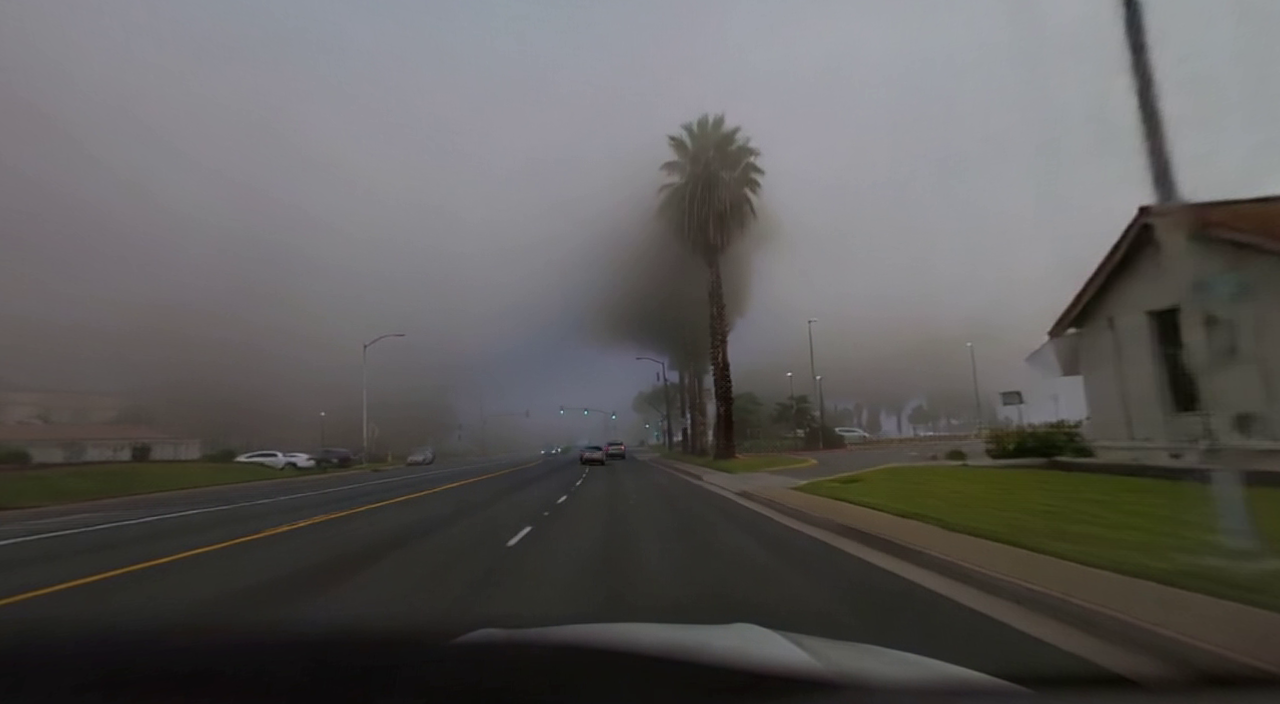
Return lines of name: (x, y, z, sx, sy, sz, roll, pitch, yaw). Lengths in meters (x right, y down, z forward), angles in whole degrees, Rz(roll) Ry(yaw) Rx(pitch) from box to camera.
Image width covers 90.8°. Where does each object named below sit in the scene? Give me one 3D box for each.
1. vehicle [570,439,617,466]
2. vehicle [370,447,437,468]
vehicle: (-2.751, 6.097, 38.370, 2.060, 1.526, 3.859, -1, -9, 7)
vehicle: (-18.154, 8.067, 48.451, 4.784, 1.487, 1.903, -4, -9, 23)
